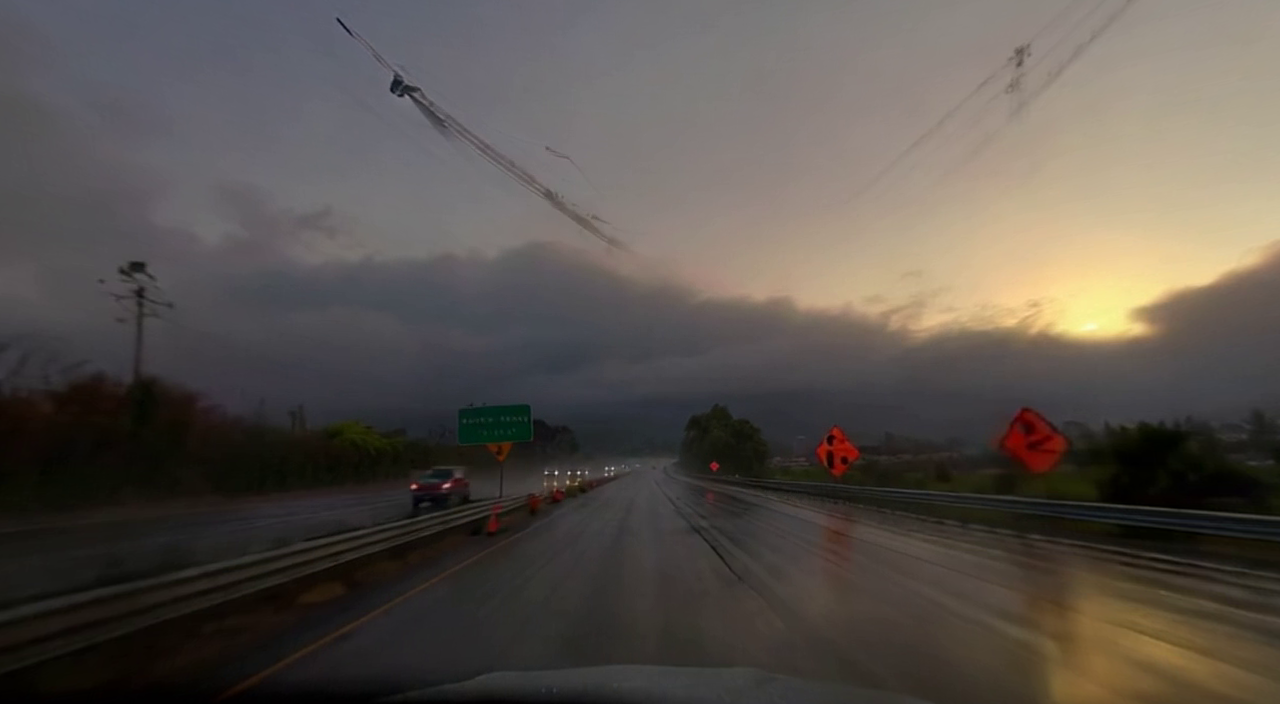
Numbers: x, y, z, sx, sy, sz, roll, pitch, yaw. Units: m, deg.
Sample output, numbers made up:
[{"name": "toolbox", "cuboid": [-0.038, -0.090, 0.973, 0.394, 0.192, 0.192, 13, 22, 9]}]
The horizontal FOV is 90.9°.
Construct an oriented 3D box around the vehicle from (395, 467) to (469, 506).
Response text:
[{"name": "vehicle", "cuboid": [-9.716, 6.303, 29.841, 2.021, 1.630, 4.251, 1, -10, 0]}]
